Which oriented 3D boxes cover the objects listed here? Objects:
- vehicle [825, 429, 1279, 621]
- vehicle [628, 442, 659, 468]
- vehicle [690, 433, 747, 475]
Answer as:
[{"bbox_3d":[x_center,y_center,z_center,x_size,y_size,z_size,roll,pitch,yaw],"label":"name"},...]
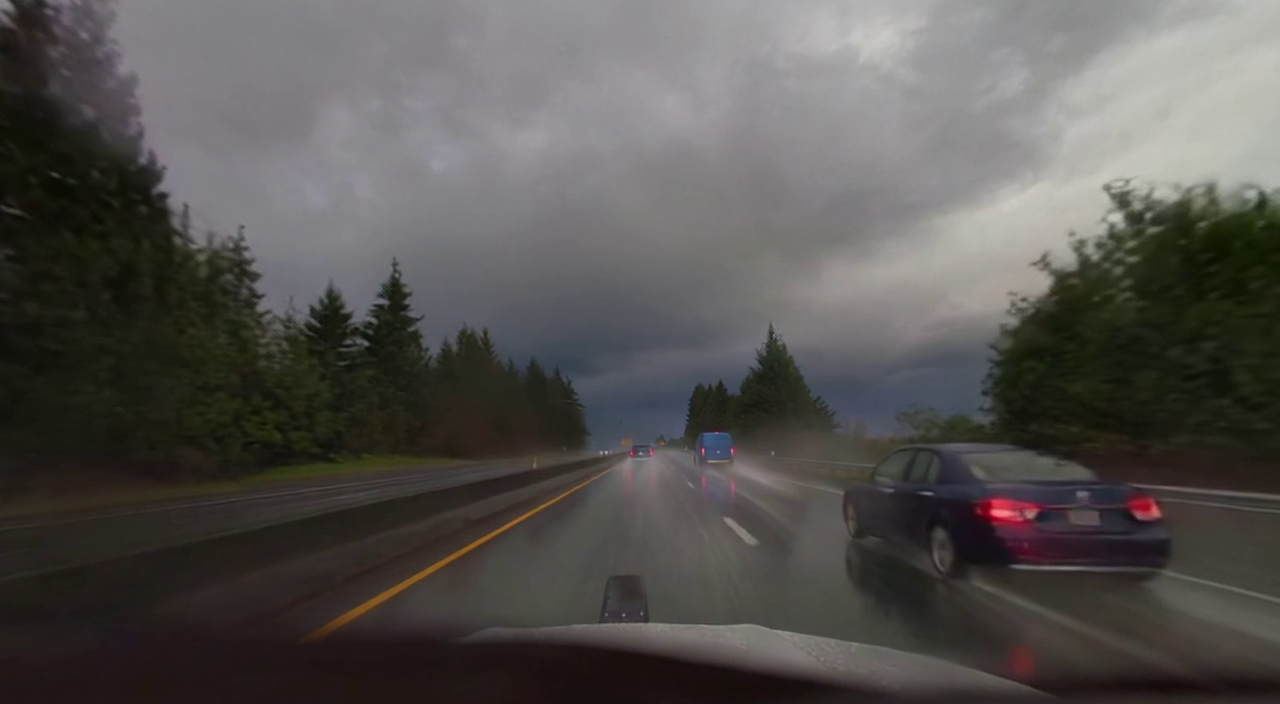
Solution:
[{"bbox_3d":[3.897,1.687,7.276,2.043,1.431,4.922,0,-9,0],"label":"vehicle"},{"bbox_3d":[0.259,7.182,44.091,2.087,1.707,4.316,0,-9,1],"label":"vehicle"},{"bbox_3d":[4.120,5.490,34.071,2.371,2.045,4.768,0,-9,-1],"label":"vehicle"}]
